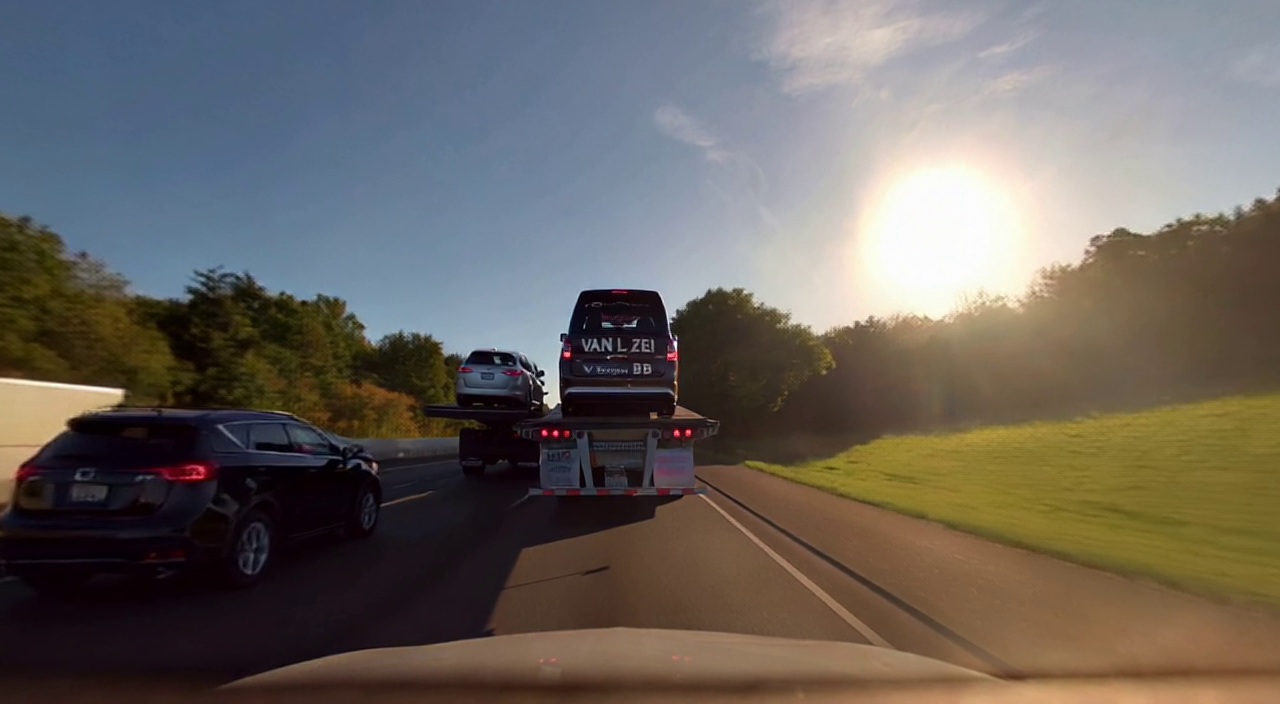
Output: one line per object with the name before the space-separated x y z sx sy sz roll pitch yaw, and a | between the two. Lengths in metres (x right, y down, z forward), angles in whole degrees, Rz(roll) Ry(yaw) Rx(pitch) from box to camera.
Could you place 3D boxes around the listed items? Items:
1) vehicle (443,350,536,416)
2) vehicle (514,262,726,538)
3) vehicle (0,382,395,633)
vehicle | -4.815 1.138 20.871 2.118 1.799 4.591 0 -7 -3
vehicle | -0.395 1.184 12.929 2.738 3.628 9.223 0 -7 -2
vehicle | -4.288 1.323 6.451 1.914 1.675 4.331 0 -7 -2
